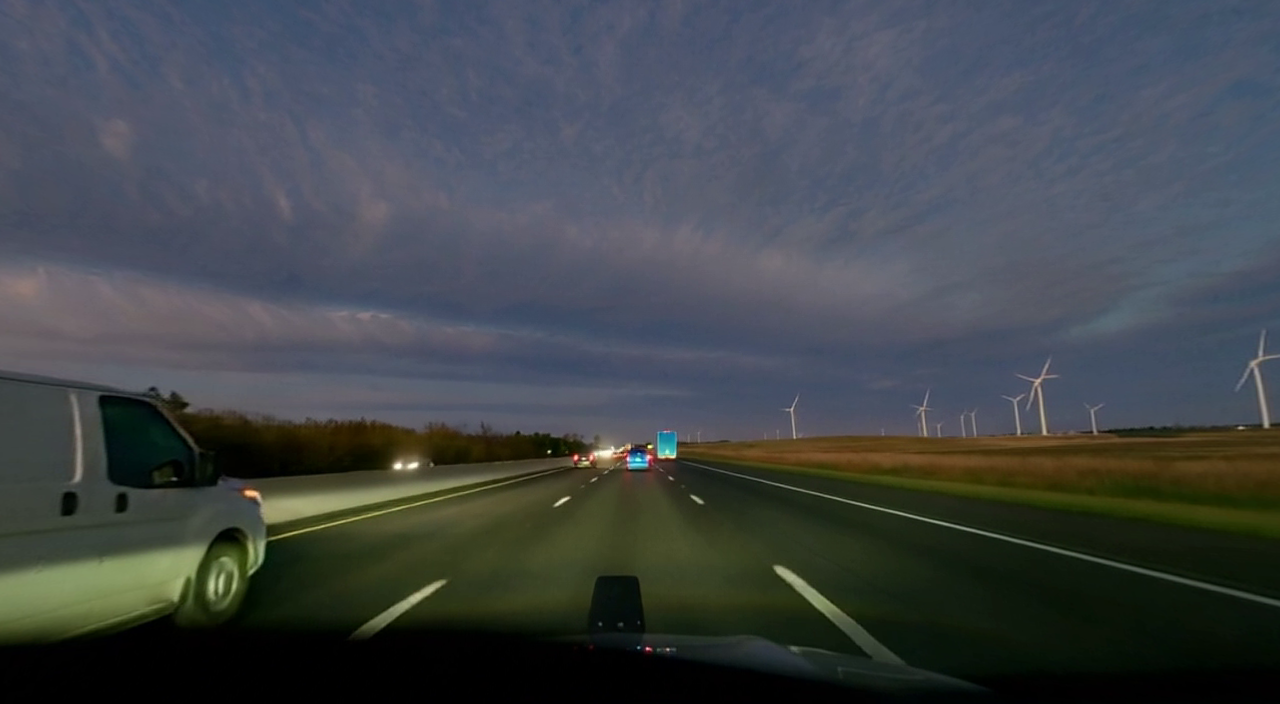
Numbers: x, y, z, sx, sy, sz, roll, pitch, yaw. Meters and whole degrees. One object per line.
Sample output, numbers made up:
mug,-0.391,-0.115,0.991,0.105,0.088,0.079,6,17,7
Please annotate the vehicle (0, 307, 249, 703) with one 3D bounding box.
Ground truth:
vehicle,-4.139,0.711,2.432,2.238,1.984,4.650,0,-9,0

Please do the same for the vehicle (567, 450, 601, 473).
vehicle,-3.875,7.656,44.345,1.984,1.491,4.341,0,-9,0

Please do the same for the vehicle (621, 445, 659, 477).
vehicle,-0.018,6.303,36.676,2.083,1.689,4.083,0,-9,-1
